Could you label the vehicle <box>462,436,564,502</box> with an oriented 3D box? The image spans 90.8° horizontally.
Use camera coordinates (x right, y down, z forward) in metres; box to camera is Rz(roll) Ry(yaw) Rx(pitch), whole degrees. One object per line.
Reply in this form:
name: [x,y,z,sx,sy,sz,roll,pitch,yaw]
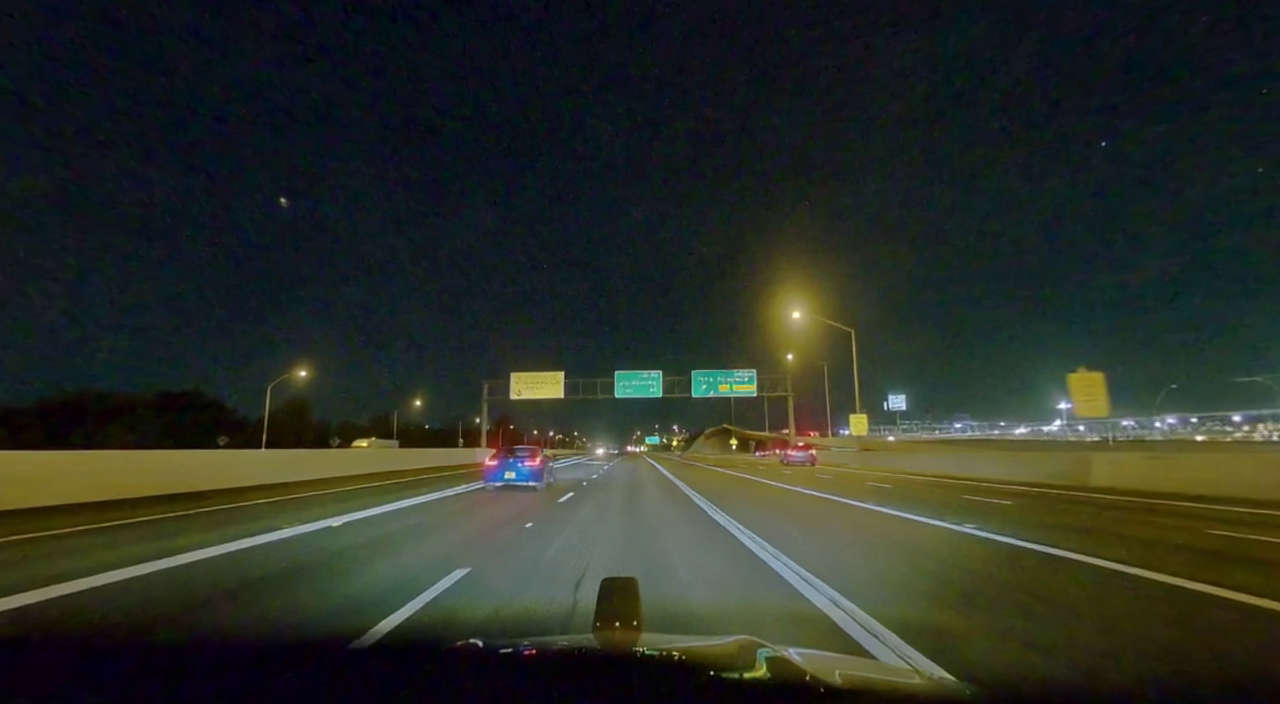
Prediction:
vehicle: [-3.592,3.388,18.780,2.178,1.699,4.321,0,-8,0]
